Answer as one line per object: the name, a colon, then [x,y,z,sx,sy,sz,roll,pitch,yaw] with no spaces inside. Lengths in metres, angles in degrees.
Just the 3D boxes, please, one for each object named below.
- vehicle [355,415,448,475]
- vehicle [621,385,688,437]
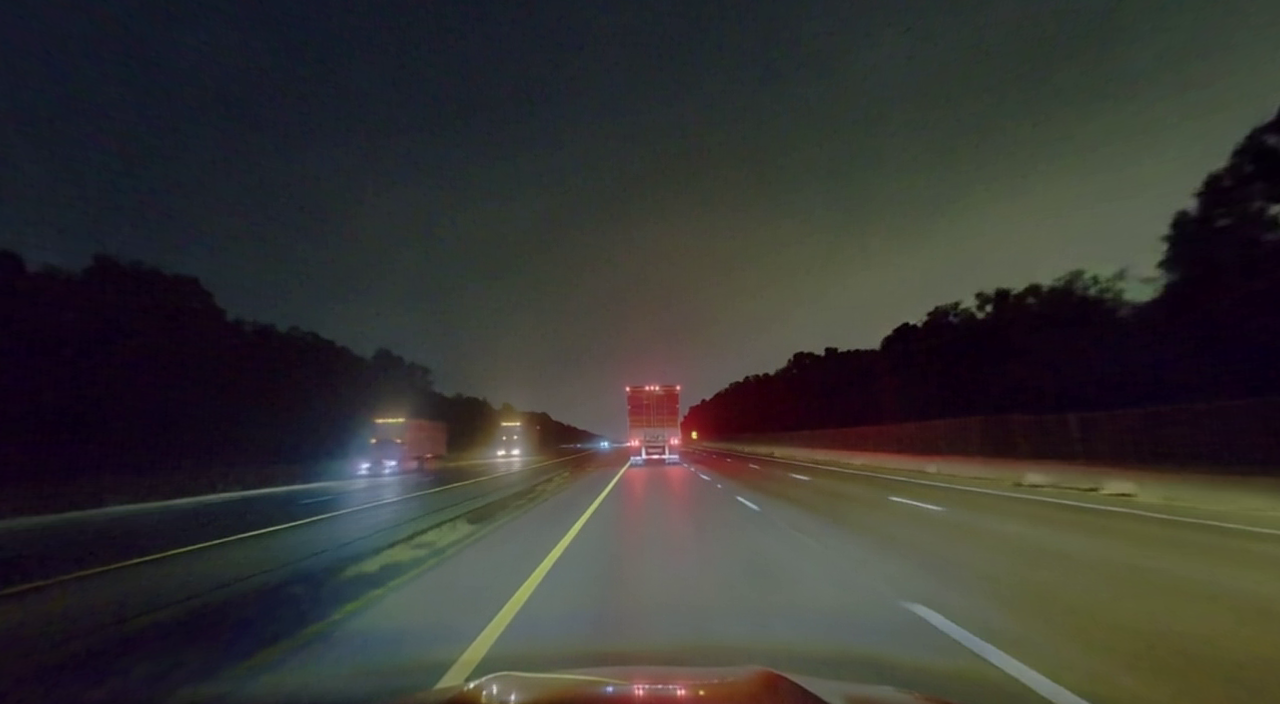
vehicle: [-14.853,5.874,39.917,2.777,3.361,7.671,0,-8,1]
vehicle: [0.539,2.533,26.059,2.509,1.890,4.732,0,-8,0]
